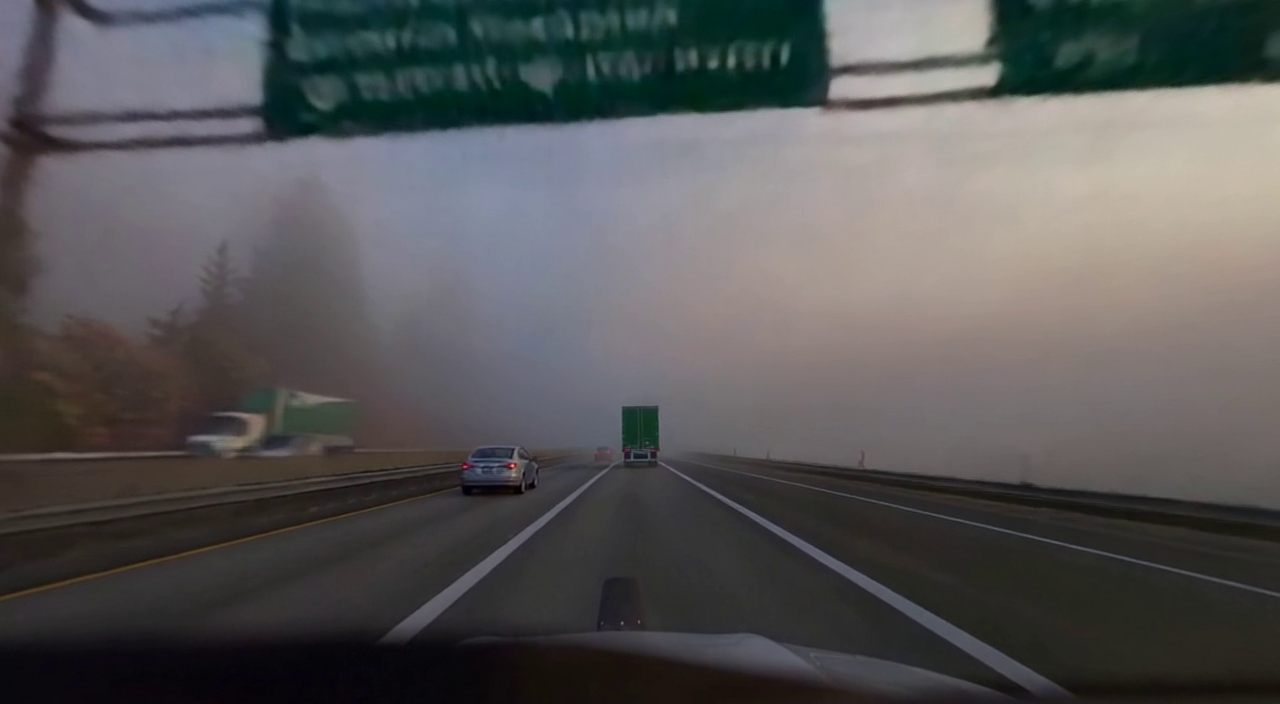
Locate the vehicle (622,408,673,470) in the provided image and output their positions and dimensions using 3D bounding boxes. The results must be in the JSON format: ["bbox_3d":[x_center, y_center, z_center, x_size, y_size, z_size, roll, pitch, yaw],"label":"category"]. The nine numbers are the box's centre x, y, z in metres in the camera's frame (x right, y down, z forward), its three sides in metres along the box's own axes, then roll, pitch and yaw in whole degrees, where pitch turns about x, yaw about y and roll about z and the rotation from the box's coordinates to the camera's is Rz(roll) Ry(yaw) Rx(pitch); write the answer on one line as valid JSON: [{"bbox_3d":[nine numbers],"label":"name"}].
[{"bbox_3d":[0.333,5.785,41.475,2.893,3.628,9.081,0,-9,-2],"label":"vehicle"}]

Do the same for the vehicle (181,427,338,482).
[{"bbox_3d":[-12.549,3.443,21.336,2.111,1.639,5.059,0,-9,1],"label":"vehicle"}]

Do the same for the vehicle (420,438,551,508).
[{"bbox_3d":[-3.753,3.047,16.424,2.114,1.523,5.110,0,-9,0],"label":"vehicle"}]
